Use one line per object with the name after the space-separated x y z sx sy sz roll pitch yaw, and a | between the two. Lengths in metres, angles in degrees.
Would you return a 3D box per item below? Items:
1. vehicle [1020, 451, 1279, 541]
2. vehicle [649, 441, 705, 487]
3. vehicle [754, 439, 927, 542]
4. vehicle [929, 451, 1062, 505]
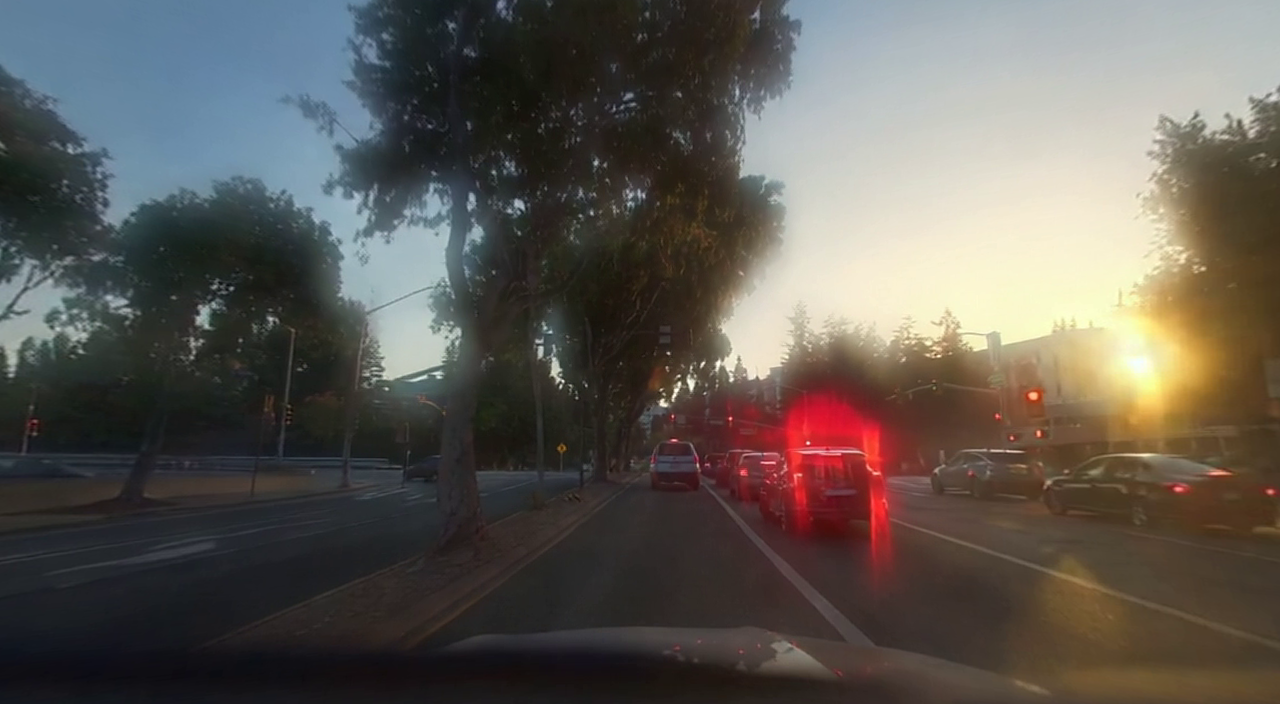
9.799 2.707 12.525 1.884 1.422 4.262 0 -9 1 | vehicle
1.520 4.792 27.396 2.245 1.800 4.522 0 -8 1 | vehicle
3.476 2.455 11.869 2.078 1.578 4.107 0 -9 3 | vehicle
11.158 3.956 20.188 1.842 1.466 4.379 -1 -8 3 | vehicle
